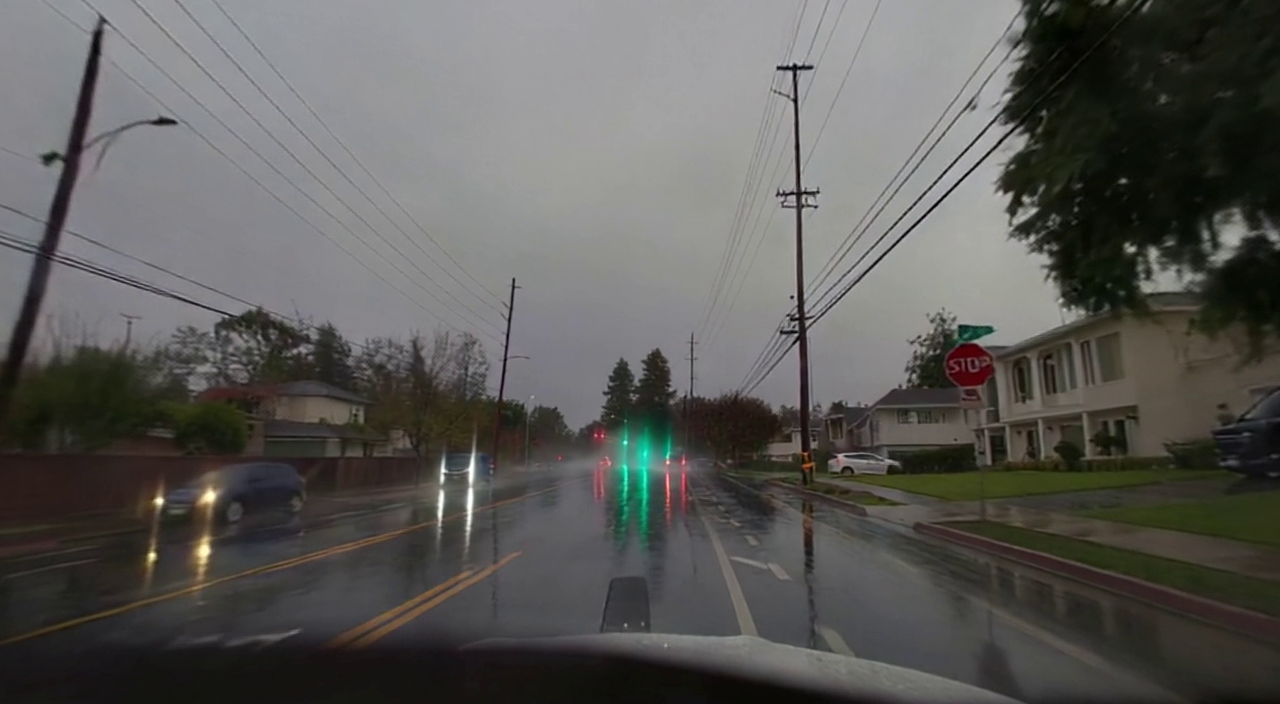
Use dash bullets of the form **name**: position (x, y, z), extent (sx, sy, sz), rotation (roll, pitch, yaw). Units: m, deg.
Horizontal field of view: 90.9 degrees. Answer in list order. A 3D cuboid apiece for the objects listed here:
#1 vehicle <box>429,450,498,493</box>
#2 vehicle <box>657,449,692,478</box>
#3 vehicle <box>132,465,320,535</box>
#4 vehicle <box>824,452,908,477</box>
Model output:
- **vehicle**: position (-9.400, 6.370, 34.122), extent (1.998, 2.047, 5.167), rotation (-1, -8, 3)
- **vehicle**: position (2.468, 7.930, 45.199), extent (2.284, 1.741, 4.702), rotation (2, -8, 4)
- **vehicle**: position (-10.792, 3.861, 16.949), extent (1.965, 1.455, 4.472), rotation (0, -8, 1)
- **vehicle**: position (14.491, 7.237, 40.597), extent (4.648, 1.511, 1.919), rotation (0, -8, 1)
